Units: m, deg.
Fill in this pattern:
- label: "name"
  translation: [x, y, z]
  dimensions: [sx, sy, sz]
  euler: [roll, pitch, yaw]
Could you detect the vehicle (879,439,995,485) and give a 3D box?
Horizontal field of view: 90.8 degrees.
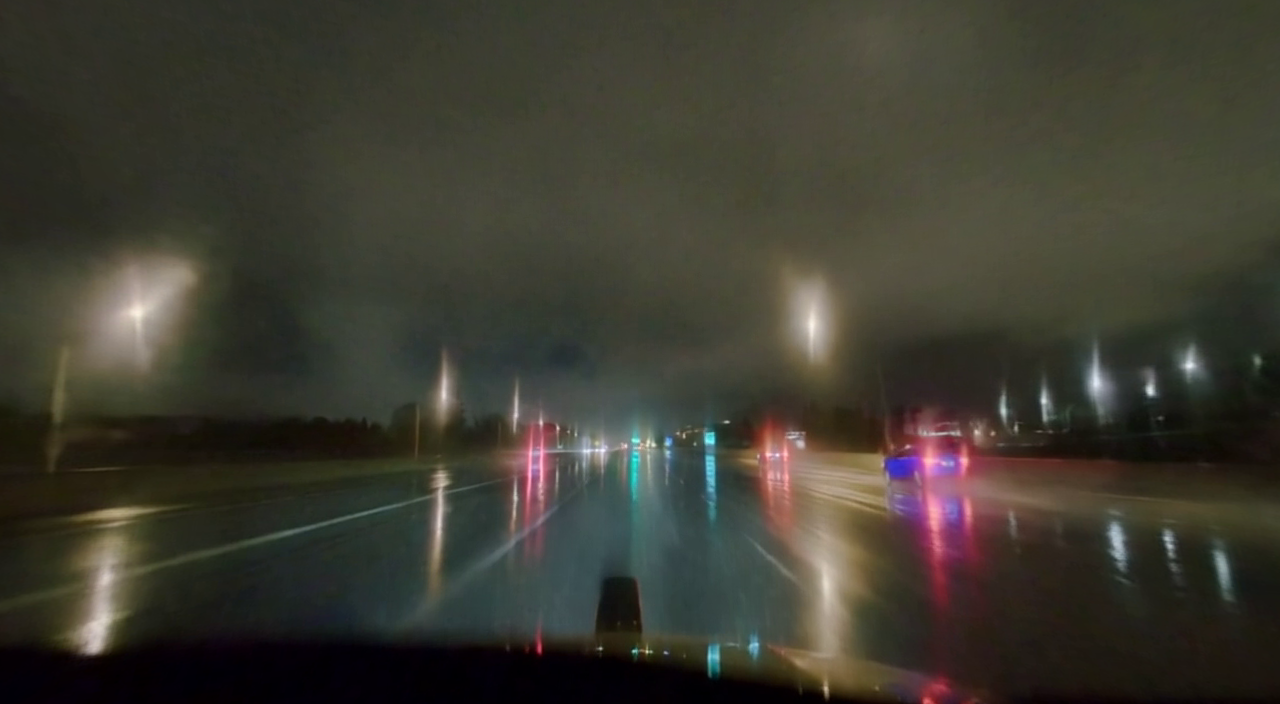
- label: "vehicle"
  translation: [10.653, 3.973, 23.102]
  dimensions: [1.985, 1.493, 4.486]
  euler: [0, -9, -1]
